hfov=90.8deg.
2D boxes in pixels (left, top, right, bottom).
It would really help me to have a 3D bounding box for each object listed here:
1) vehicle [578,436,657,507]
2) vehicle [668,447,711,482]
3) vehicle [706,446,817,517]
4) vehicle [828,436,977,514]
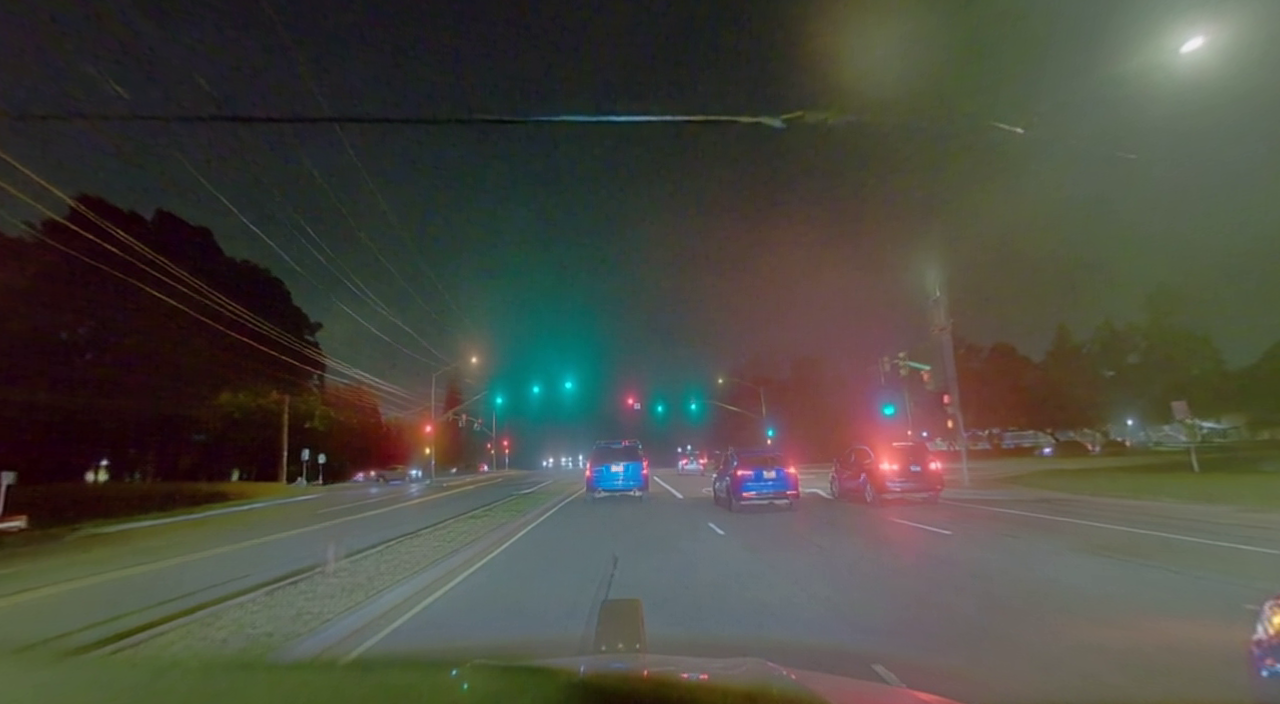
[{"bbox_3d":[-0.685,3.724,20.120,2.231,1.998,4.254,0,-9,-1],"label":"vehicle"},{"bbox_3d":[2.672,6.185,35.005,1.915,1.765,4.047,0,-9,-2],"label":"vehicle"},{"bbox_3d":[2.994,3.281,16.592,1.880,1.579,4.401,0,-9,-2],"label":"vehicle"},{"bbox_3d":[6.652,3.144,16.650,1.929,1.753,4.396,0,-9,-2],"label":"vehicle"}]
